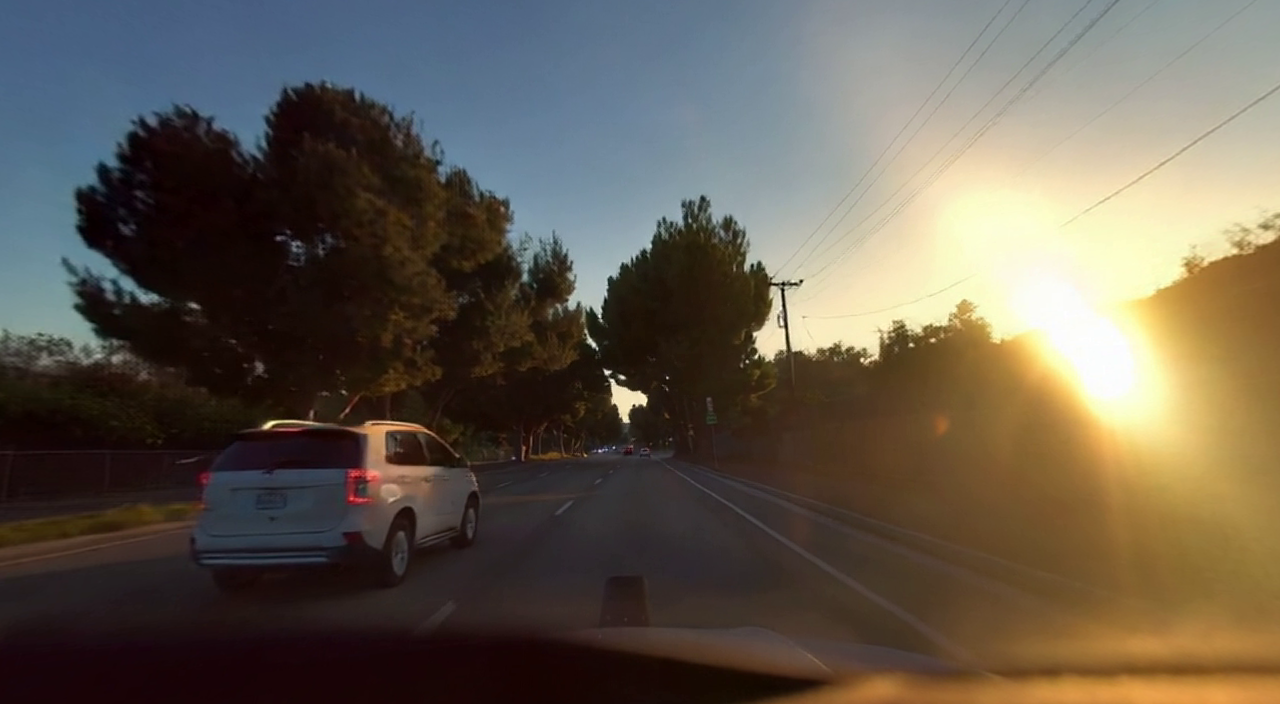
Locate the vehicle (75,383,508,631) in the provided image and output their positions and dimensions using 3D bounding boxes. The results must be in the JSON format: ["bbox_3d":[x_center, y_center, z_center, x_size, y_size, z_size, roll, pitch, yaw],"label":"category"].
[{"bbox_3d":[-3.115,1.508,7.155,2.160,1.855,4.695,0,-8,1],"label":"vehicle"}]
